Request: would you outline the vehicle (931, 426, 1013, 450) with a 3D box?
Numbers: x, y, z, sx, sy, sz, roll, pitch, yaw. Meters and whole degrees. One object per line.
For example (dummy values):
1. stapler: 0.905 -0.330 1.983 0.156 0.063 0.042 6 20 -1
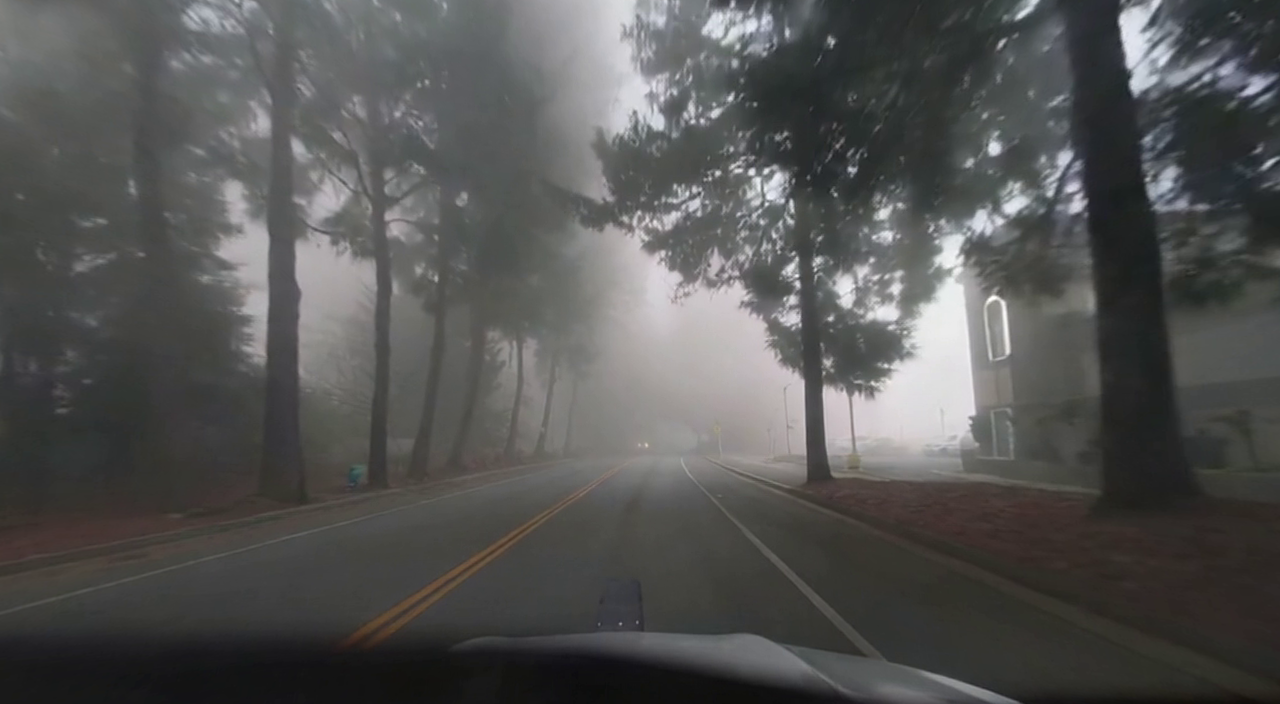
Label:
1. vehicle: 21.719 5.634 41.420 4.293 1.473 1.843 -1 -6 3
